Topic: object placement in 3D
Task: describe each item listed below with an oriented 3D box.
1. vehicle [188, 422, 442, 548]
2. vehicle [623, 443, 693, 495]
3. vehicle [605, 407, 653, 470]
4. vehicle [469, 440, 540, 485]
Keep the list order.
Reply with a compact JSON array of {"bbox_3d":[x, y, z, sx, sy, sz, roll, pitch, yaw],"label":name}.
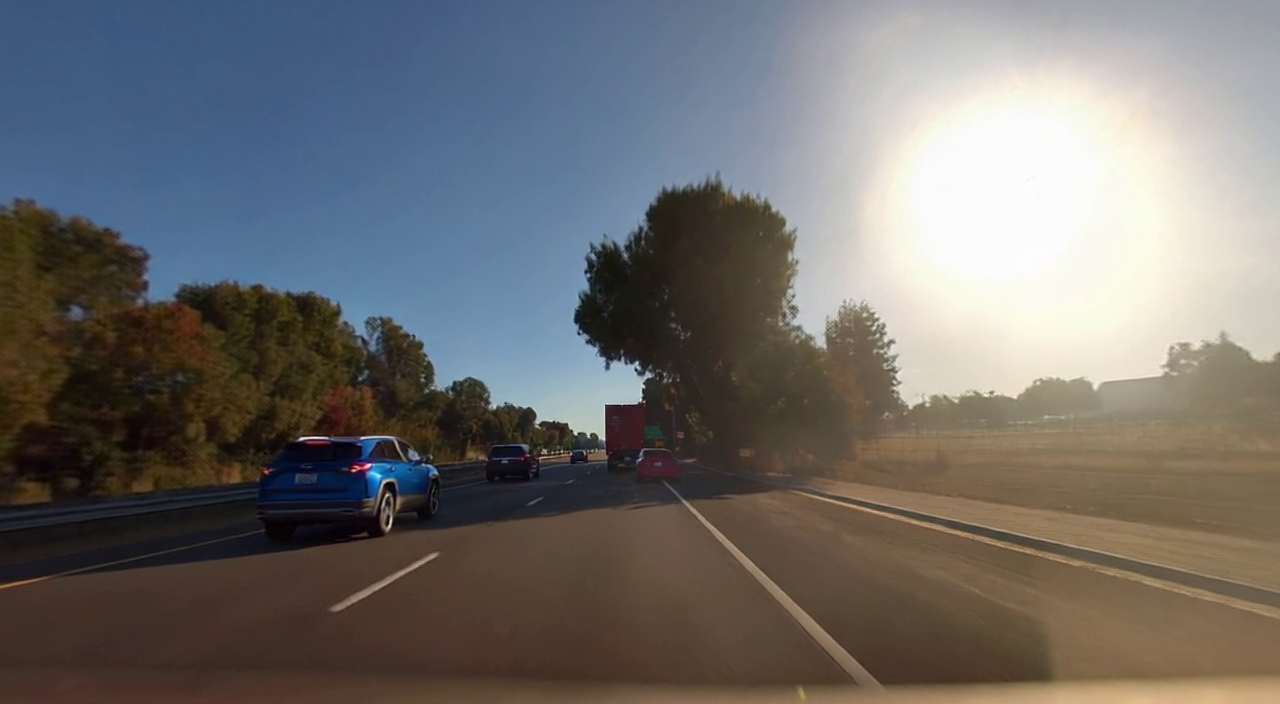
[{"bbox_3d":[-5.041,2.117,10.564,2.100,1.671,4.105,0,-9,-1],"label":"vehicle"},{"bbox_3d":[0.477,3.720,20.332,2.026,1.489,4.045,0,-9,-2],"label":"vehicle"},{"bbox_3d":[-0.934,6.414,45.847,3.113,4.066,10.786,0,-9,-2],"label":"vehicle"},{"bbox_3d":[-5.385,4.432,25.380,2.035,1.664,4.064,0,-9,-1],"label":"vehicle"}]
